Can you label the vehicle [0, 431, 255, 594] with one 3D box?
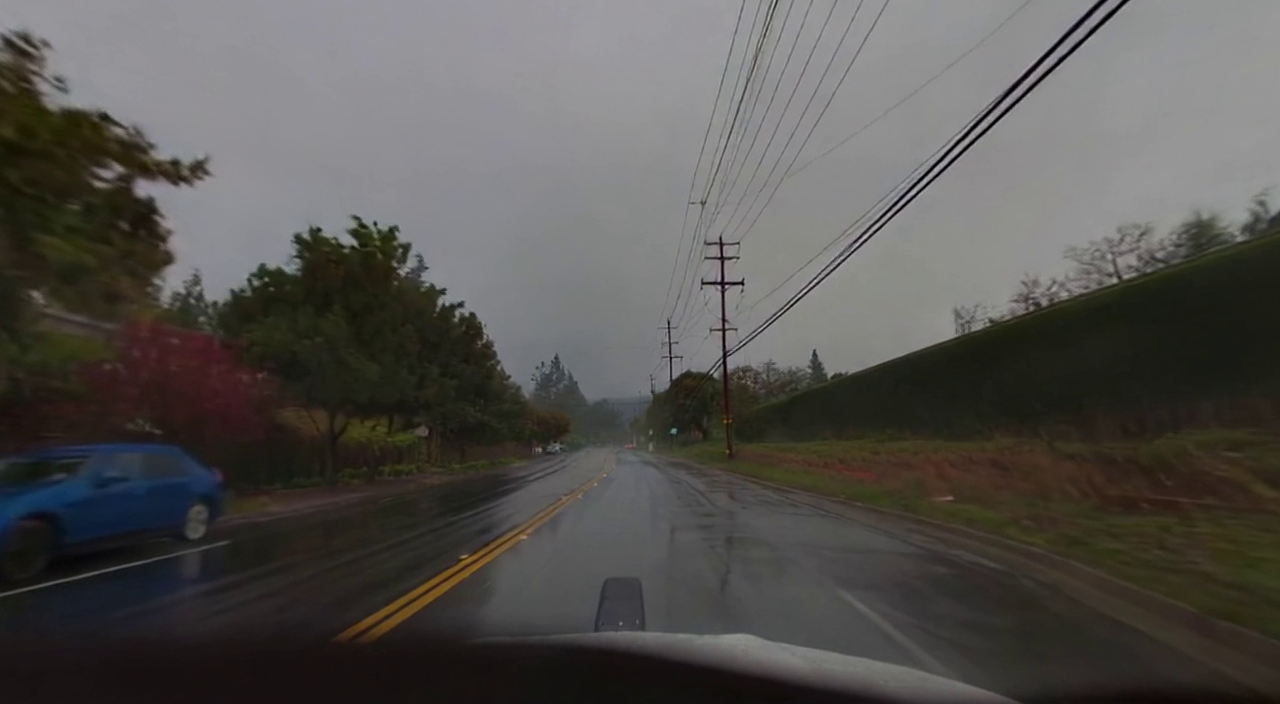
[{"bbox_3d":[-7.707,1.964,8.494,2.114,1.693,4.468,0,-9,2],"label":"vehicle"}]
